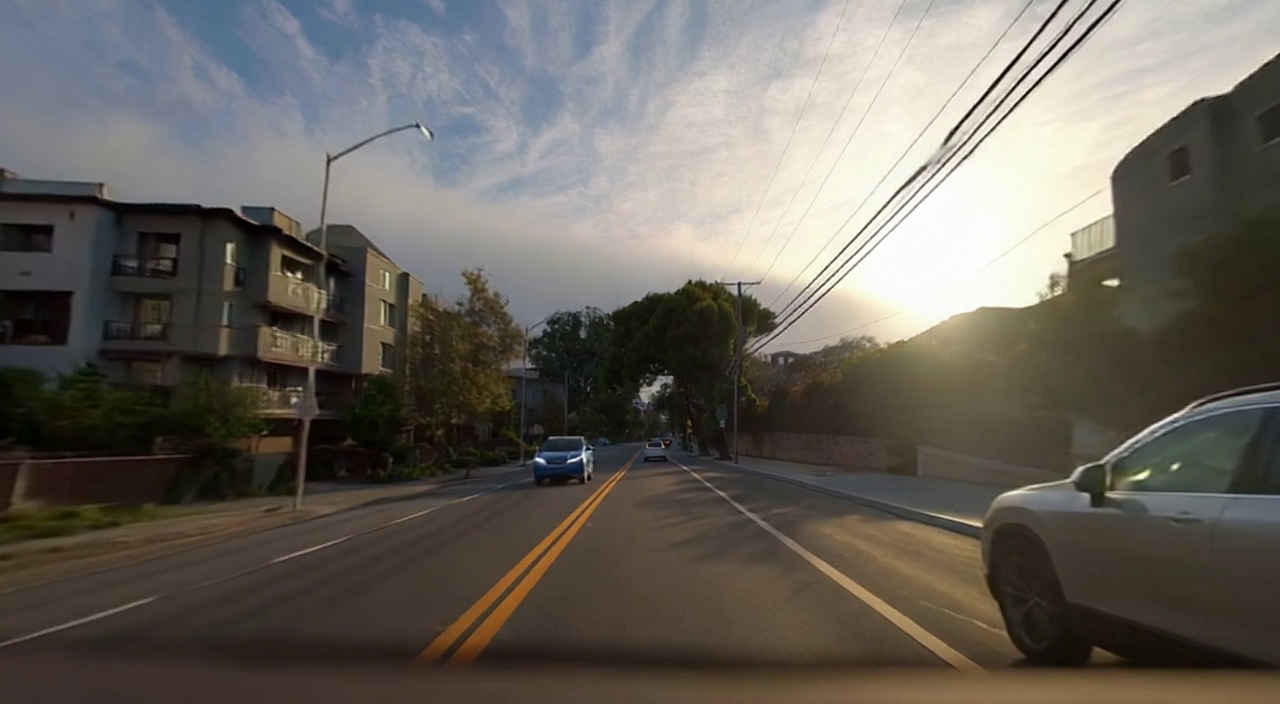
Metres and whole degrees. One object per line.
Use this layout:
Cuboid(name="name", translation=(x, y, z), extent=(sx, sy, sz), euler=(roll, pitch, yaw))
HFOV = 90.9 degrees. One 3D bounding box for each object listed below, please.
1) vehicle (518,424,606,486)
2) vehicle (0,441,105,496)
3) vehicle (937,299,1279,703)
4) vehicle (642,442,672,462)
Cuboid(name="vehicle", translation=(-2.735, 3.840, 23.825), extent=(2.469, 2.023, 5.896), euler=(0, -8, 1))
Cuboid(name="vehicle", translation=(-20.505, 3.728, 20.469), extent=(4.134, 1.655, 2.225), euler=(1, -8, -3))
Cuboid(name="vehicle", translation=(3.395, 0.779, 2.496), extent=(2.130, 1.863, 4.844), euler=(0, -8, 1))
Cuboid(name="vehicle", translation=(1.222, 7.495, 47.489), extent=(2.097, 1.463, 4.043), euler=(0, -8, 0))
